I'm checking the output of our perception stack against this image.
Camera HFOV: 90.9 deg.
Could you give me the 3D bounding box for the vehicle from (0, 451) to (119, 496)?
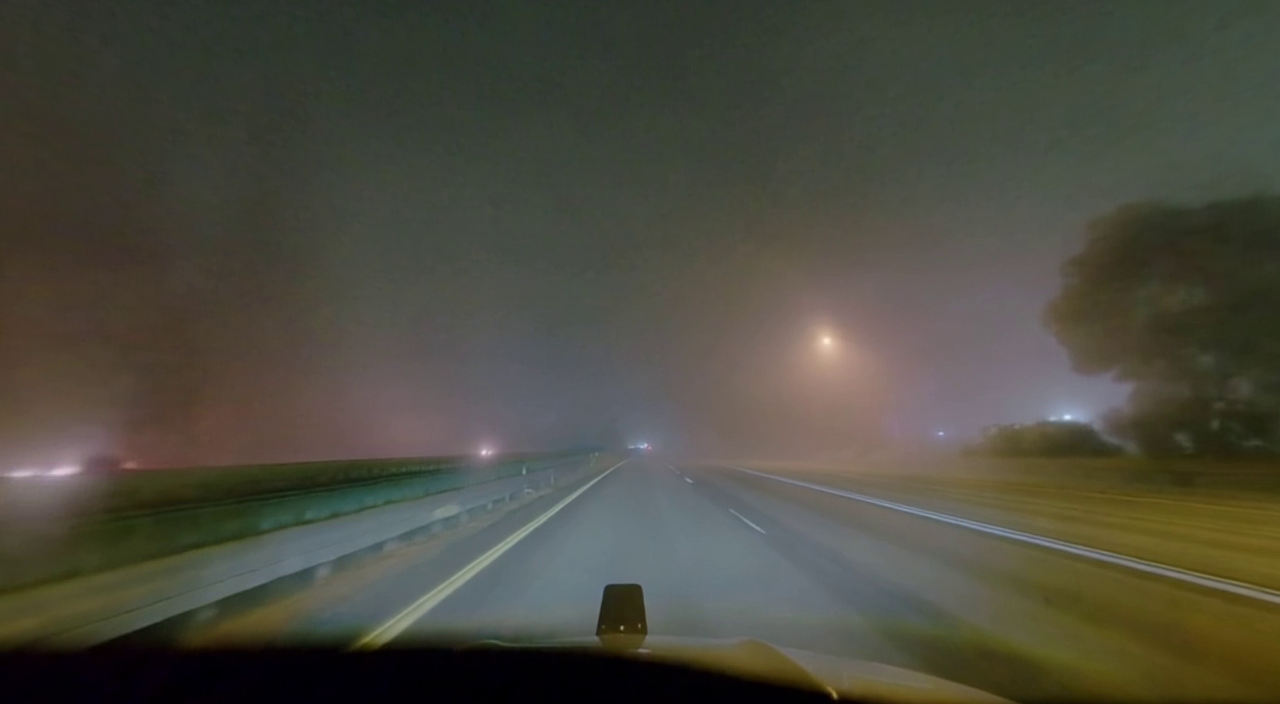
[{"bbox_3d":[-27.830,5.576,29.414,2.286,1.839,5.522,0,-8,0],"label":"vehicle"}]
